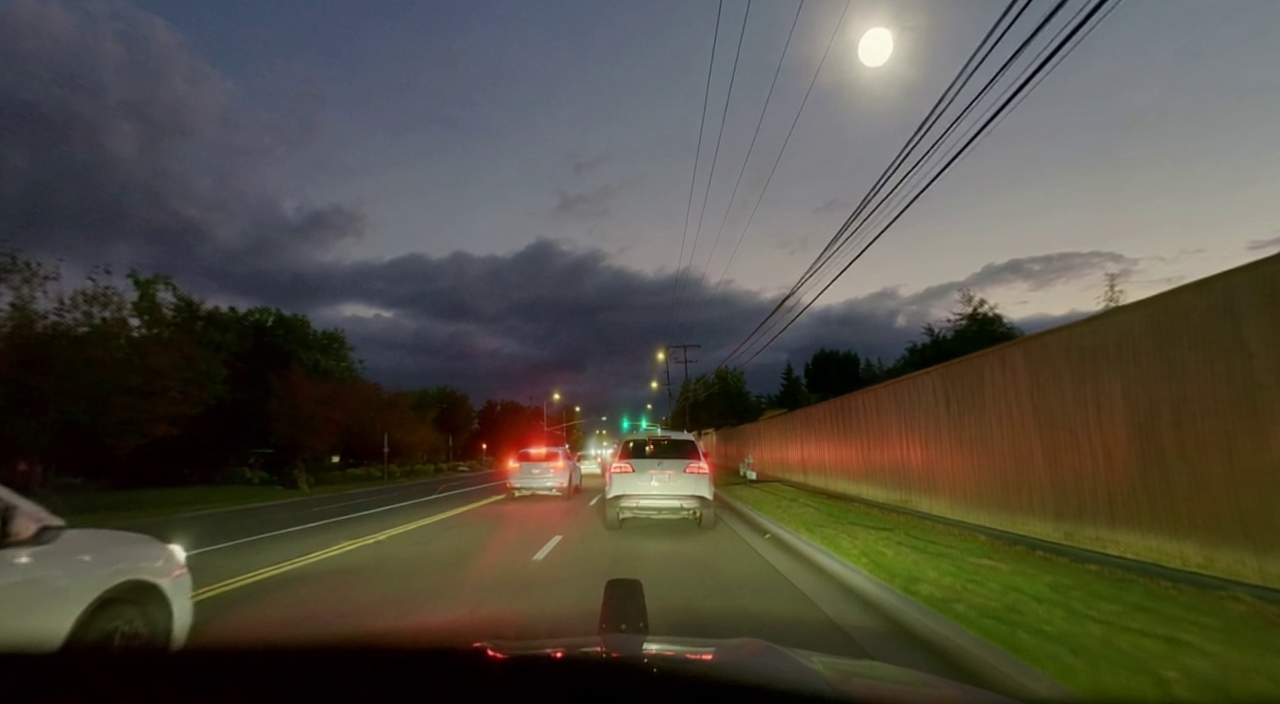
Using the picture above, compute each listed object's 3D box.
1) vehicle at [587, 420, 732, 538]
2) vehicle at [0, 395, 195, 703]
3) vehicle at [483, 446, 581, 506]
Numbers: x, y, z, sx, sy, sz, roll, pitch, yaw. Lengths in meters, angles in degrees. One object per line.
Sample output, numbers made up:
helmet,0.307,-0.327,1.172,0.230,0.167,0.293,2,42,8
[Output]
vehicle,0.313,2.221,11.596,2.174,1.749,4.113,0,-9,1
vehicle,-3.453,0.794,1.249,2.033,1.574,4.132,0,-9,1
vehicle,-2.916,3.429,17.939,1.979,1.489,4.006,0,-9,1
